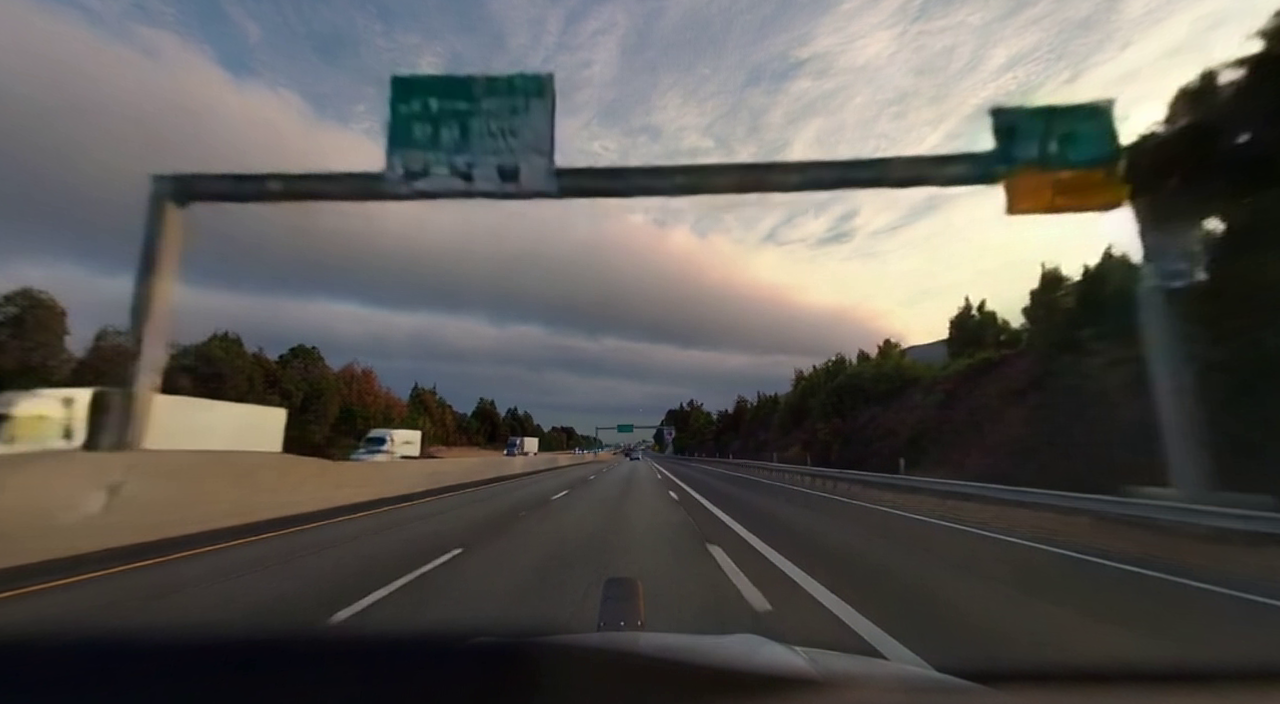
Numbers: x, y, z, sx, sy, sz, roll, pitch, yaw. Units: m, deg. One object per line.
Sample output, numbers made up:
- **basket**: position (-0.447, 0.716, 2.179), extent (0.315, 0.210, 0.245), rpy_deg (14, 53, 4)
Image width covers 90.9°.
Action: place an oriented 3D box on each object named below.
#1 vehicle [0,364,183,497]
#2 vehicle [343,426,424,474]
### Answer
- **vehicle**: position (-20.612, 2.901, 22.329), extent (2.969, 3.921, 7.766), rpy_deg (0, -9, -2)
- **vehicle**: position (-17.089, 6.599, 42.529), extent (2.659, 2.913, 6.929), rpy_deg (0, -9, -1)
